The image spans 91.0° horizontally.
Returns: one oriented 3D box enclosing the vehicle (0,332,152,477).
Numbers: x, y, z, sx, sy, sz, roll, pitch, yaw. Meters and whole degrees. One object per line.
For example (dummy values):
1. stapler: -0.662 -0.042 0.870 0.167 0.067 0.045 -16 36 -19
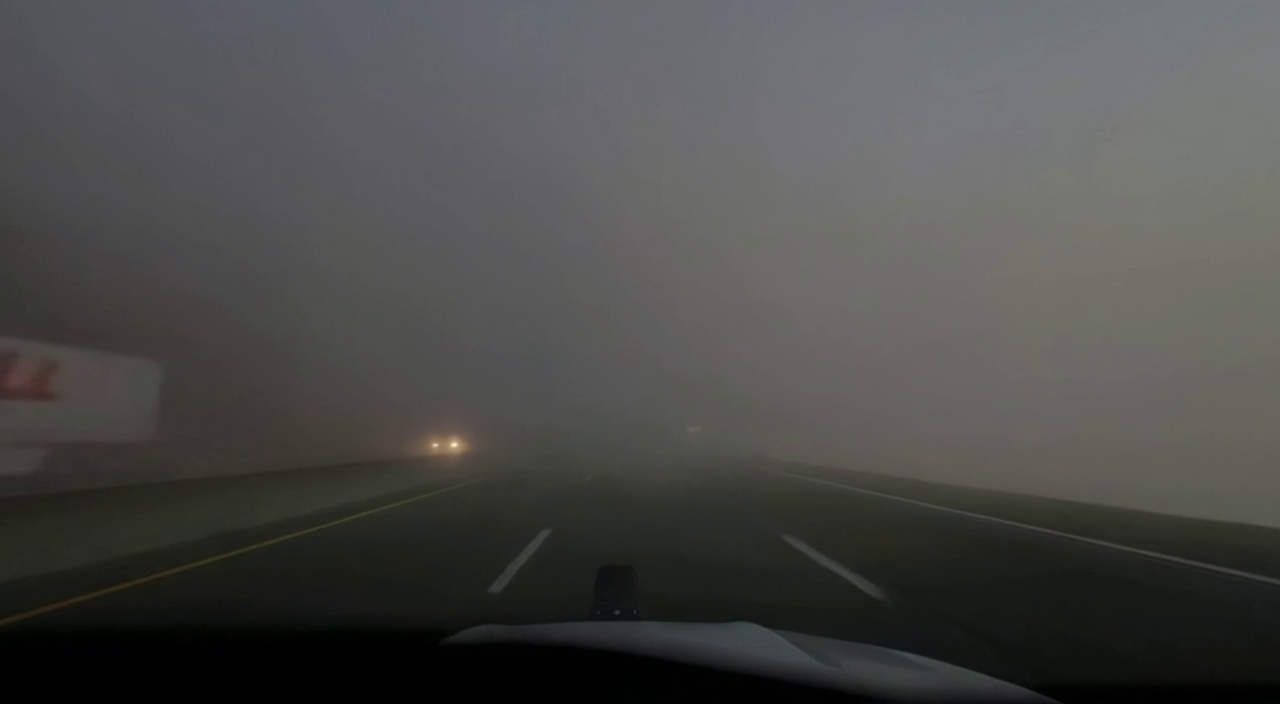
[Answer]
1. vehicle: -19.776 1.287 16.374 2.944 4.119 14.327 0 -8 -1
